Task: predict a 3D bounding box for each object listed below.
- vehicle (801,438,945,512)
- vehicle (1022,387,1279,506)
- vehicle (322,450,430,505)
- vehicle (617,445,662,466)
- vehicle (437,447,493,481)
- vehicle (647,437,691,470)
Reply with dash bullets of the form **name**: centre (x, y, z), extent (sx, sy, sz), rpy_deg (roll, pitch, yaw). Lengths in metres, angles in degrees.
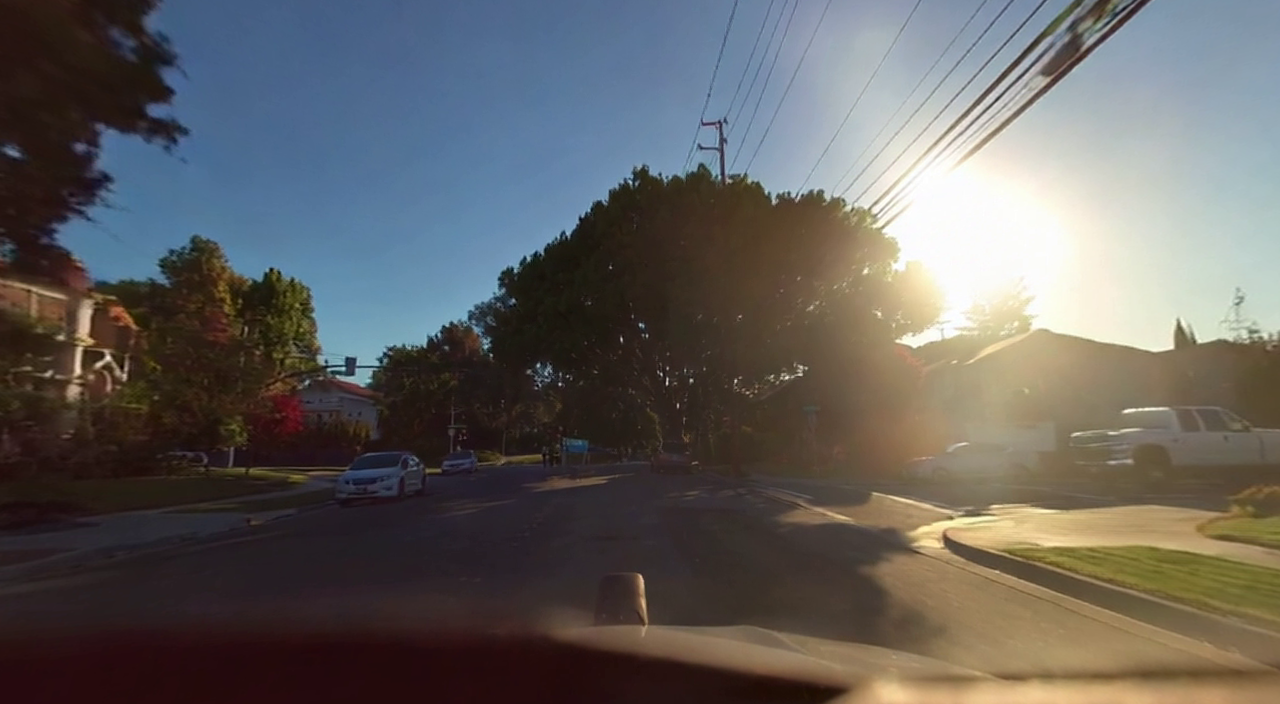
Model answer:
- **vehicle**: centre (6.163, 3.125, 16.471), extent (1.944, 1.636, 4.140), rpy_deg (-9, -12, 43)
- **vehicle**: centre (18.086, 2.974, 19.965), extent (10.500, 3.344, 2.906), rpy_deg (1, -9, -8)
- **vehicle**: centre (-7.816, 3.707, 19.159), extent (1.997, 1.456, 4.319), rpy_deg (1, -9, -9)
- **vehicle**: centre (-0.114, 8.087, 49.315), extent (1.856, 1.512, 4.292), rpy_deg (4, -10, -25)
- **vehicle**: centre (-8.556, 5.380, 30.560), extent (2.033, 1.477, 4.626), rpy_deg (4, -10, -21)
- **vehicle**: centre (1.809, 6.649, 41.578), extent (2.173, 1.992, 5.891), rpy_deg (1, -9, -4)
